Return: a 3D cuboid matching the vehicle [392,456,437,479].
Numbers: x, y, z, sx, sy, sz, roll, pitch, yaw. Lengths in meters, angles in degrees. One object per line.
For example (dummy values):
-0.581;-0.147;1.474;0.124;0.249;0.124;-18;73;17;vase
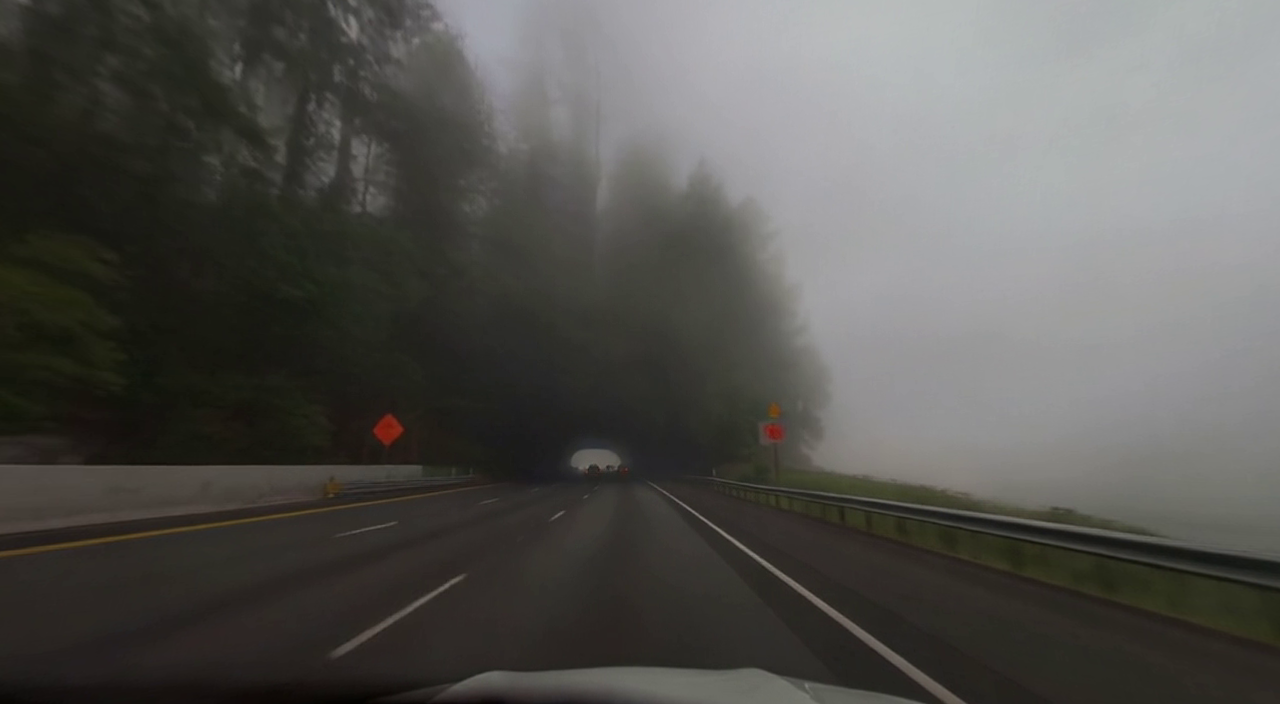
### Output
-17.205;8.844;48.207;1.970;1.612;3.987;1;-11;-1;vehicle
